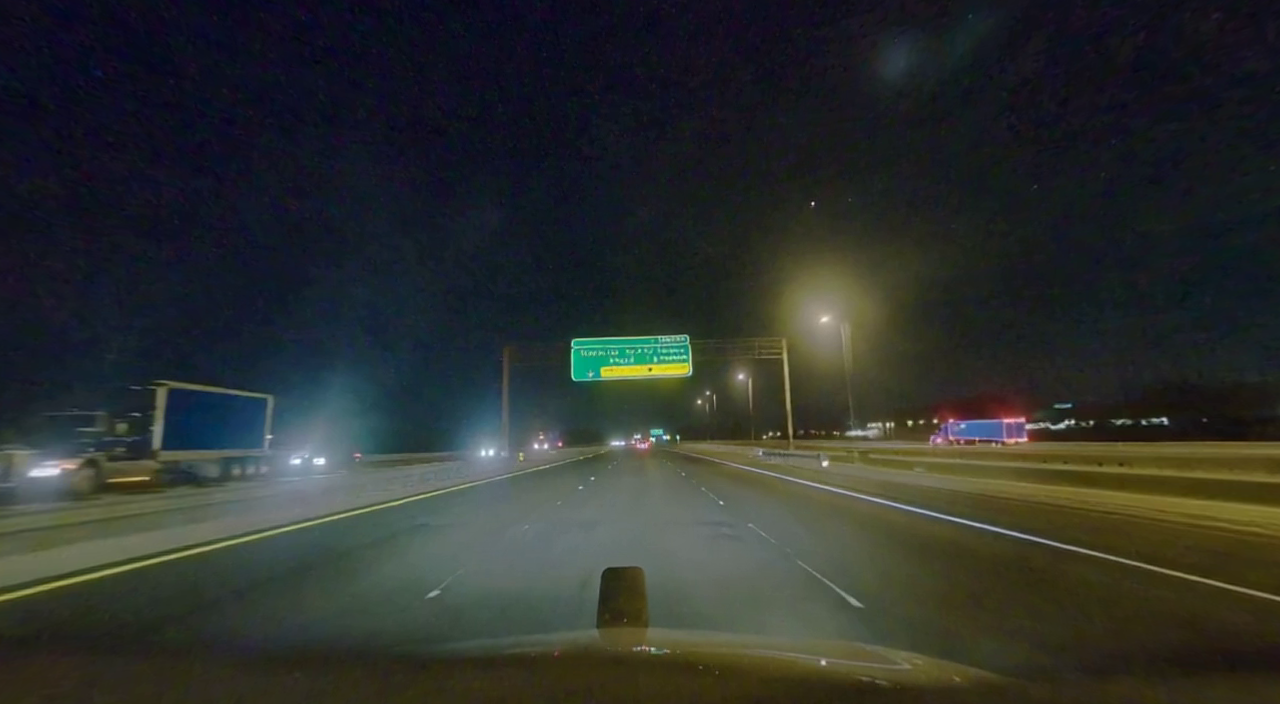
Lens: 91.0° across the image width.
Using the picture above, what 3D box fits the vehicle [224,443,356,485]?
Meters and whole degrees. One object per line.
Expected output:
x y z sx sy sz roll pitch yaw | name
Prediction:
-17.847 5.727 32.868 2.585 1.877 7.721 0 -8 -1 | vehicle

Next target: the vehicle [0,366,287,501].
-17.659 3.098 23.447 3.016 3.899 10.357 0 -8 -1 | vehicle
